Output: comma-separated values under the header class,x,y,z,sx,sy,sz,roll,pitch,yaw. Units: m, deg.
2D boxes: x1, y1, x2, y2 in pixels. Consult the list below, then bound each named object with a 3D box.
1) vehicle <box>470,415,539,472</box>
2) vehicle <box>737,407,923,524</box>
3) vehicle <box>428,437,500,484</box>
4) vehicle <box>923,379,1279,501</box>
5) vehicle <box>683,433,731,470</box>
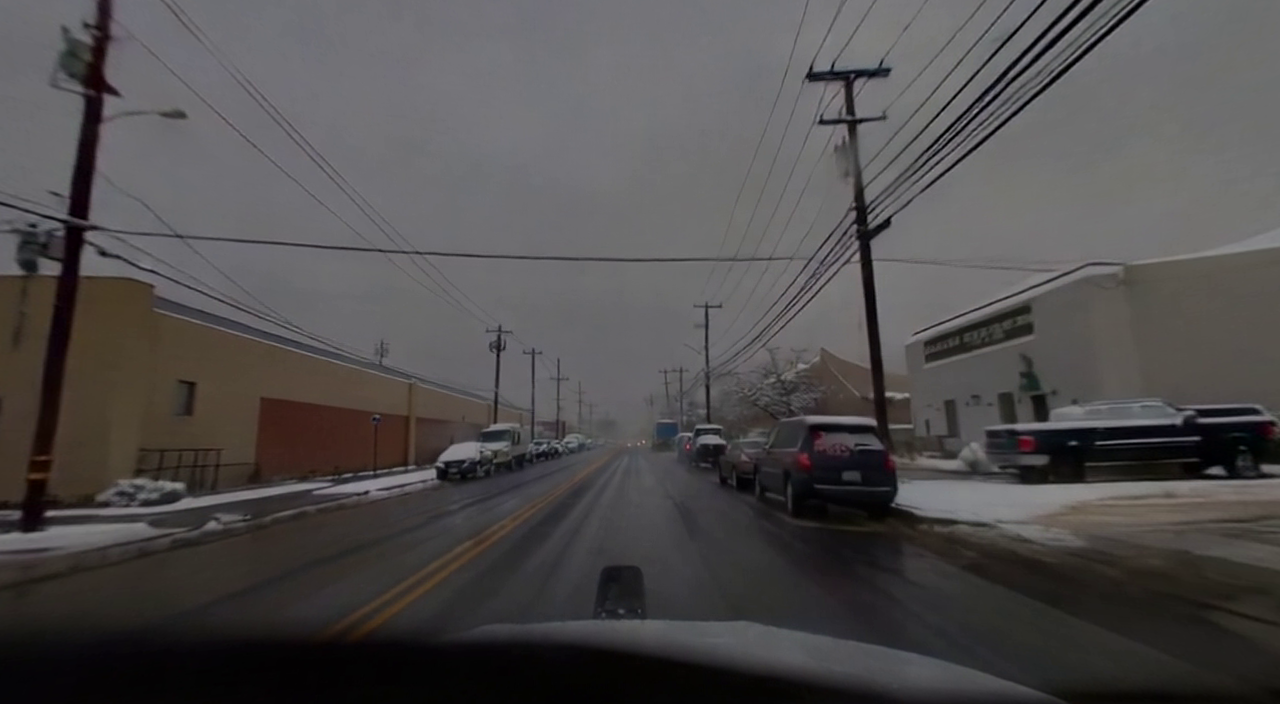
class,x,y,z,sx,sy,sz,roll,pitch,yaw
vehicle,-8.242,5.698,39.395,2.832,3.101,7.143,-1,-8,-1
vehicle,3.698,2.375,13.822,2.333,1.967,6.008,0,-8,1
vehicle,-7.918,4.934,28.876,2.123,1.802,4.486,-4,-9,-2
vehicle,10.925,2.015,14.754,7.236,2.219,2.674,-3,-8,-1
vehicle,3.595,5.444,34.644,2.026,1.857,4.699,1,-8,-1
